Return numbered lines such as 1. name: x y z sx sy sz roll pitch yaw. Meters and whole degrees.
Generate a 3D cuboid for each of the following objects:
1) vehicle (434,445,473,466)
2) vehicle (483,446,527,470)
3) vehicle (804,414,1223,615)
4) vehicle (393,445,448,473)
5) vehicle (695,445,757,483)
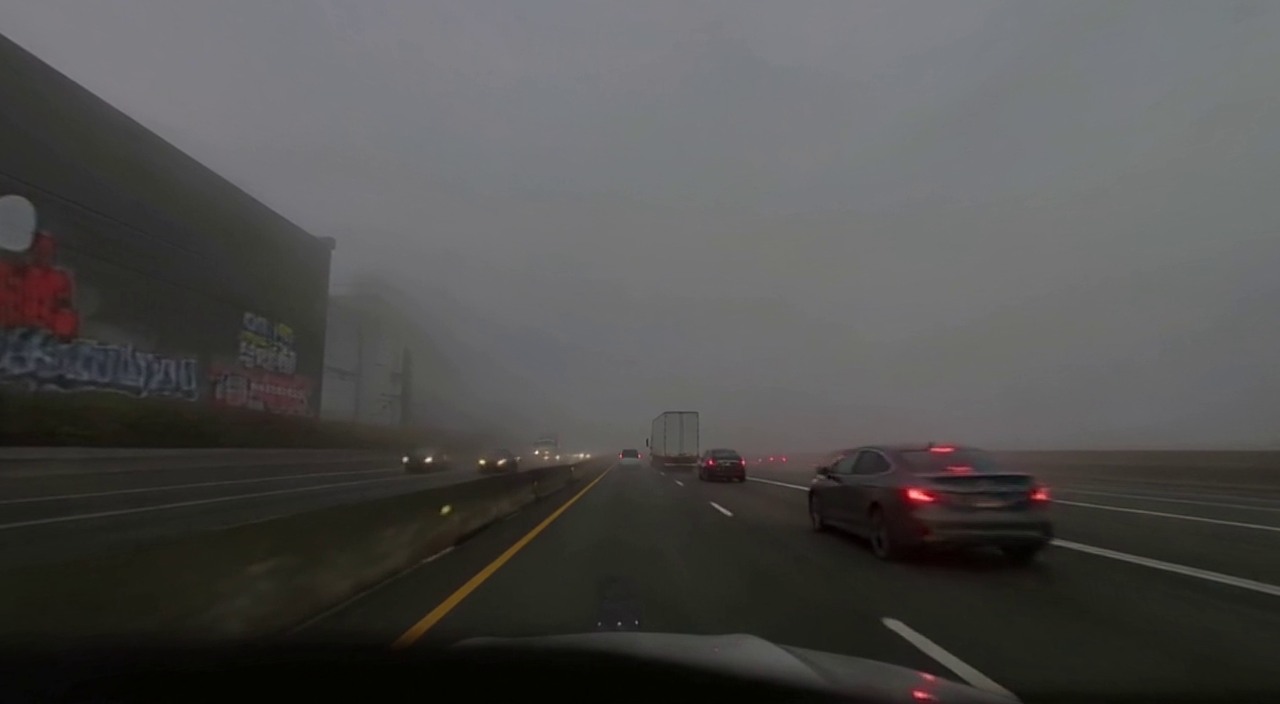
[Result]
1. vehicle: -14.790 8.220 49.831 1.945 1.594 4.017 0 -9 -1
2. vehicle: -8.775 6.951 41.178 1.895 1.483 4.494 0 -9 0
3. vehicle: 3.643 1.672 7.471 2.045 1.605 4.674 0 -9 -1
4. vehicle: -12.593 6.165 36.205 1.806 1.481 3.966 0 -9 0
5. vehicle: 3.797 5.041 28.520 2.085 1.588 4.436 0 -9 -2
